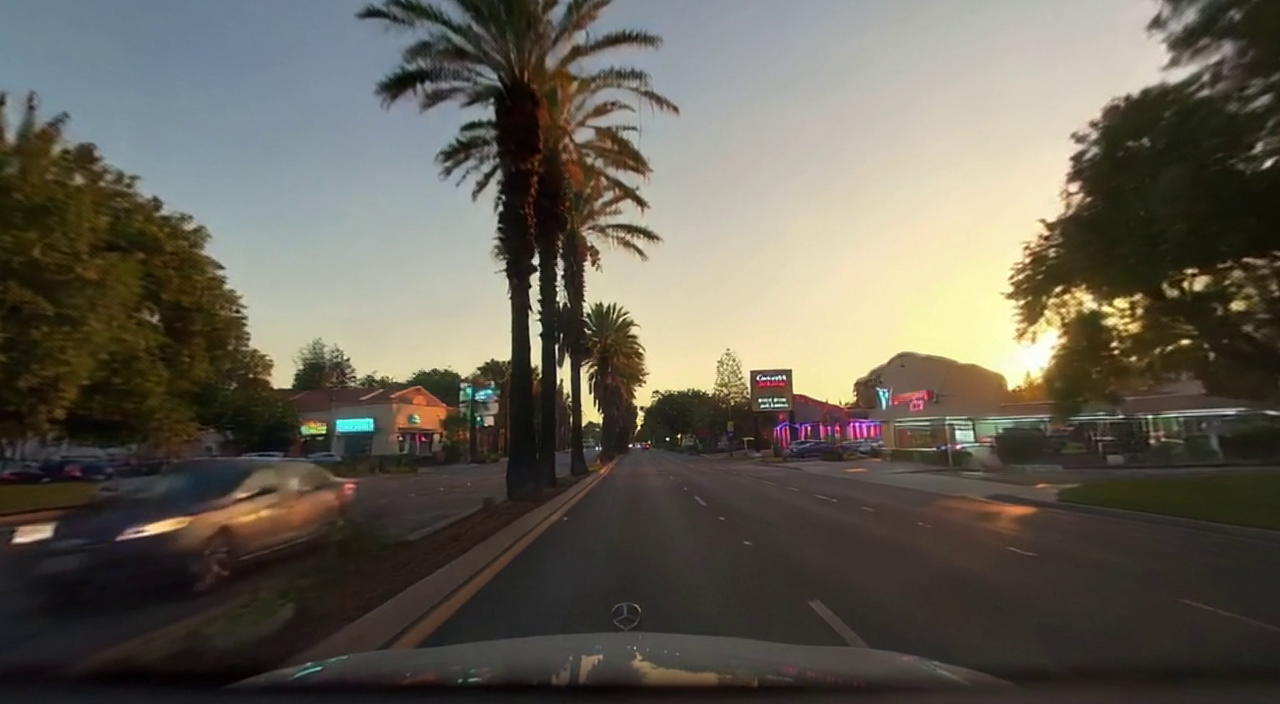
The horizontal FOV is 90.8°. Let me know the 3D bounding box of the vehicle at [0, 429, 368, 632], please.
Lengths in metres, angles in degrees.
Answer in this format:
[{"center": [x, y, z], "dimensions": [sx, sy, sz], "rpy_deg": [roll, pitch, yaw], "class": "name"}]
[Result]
[{"center": [-4.870, 1.633, 6.839], "dimensions": [1.934, 1.471, 4.280], "rpy_deg": [0, -8, 0], "class": "vehicle"}]
